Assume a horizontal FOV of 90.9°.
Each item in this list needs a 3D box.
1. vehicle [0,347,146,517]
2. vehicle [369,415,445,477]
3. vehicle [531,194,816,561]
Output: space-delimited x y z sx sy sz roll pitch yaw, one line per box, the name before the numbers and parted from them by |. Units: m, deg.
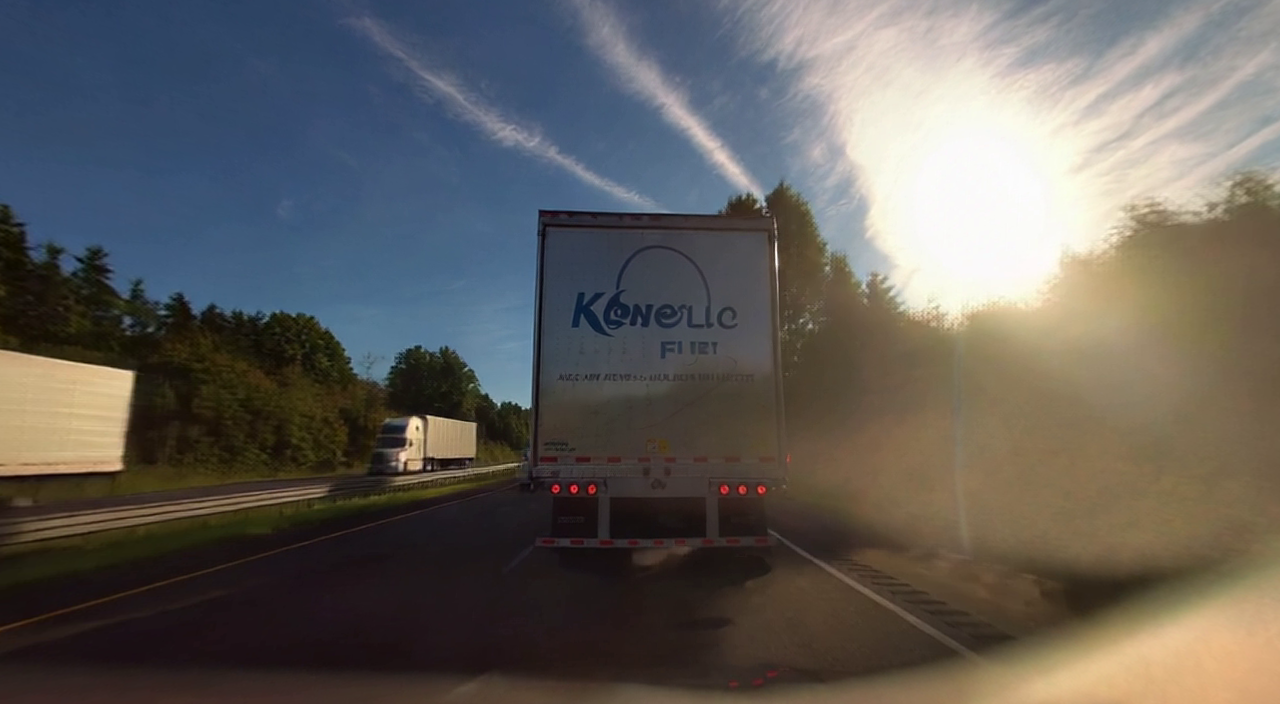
vehicle | -16.821 1.438 12.075 2.847 4.009 14.414 0 -9 1
vehicle | -16.105 6.581 44.002 2.992 3.946 5.787 0 -9 0
vehicle | 0.440 1.330 14.598 3.230 4.377 14.405 0 -9 0
